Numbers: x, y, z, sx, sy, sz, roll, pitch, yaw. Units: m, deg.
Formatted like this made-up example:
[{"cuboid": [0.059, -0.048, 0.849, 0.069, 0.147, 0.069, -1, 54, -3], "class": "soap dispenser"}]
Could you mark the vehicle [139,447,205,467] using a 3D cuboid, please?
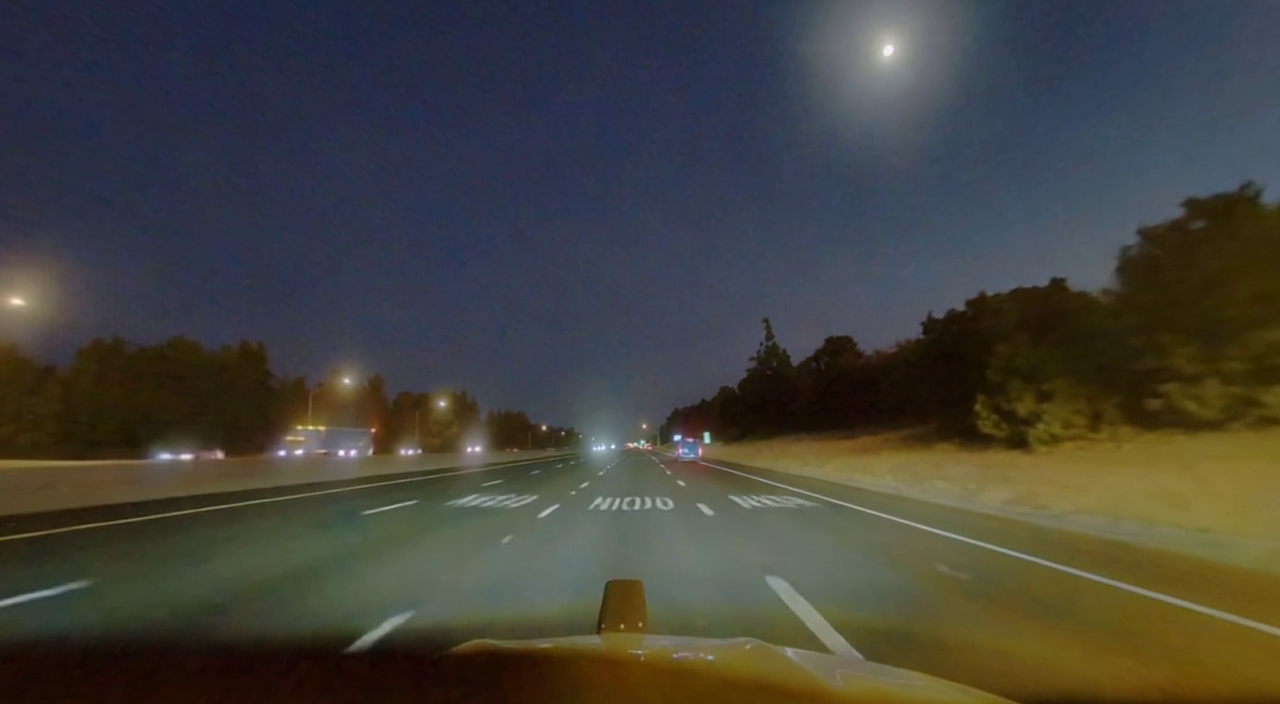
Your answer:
[{"cuboid": [-36.801, 8.245, 49.712, 1.826, 1.471, 4.419, 0, -9, 0], "class": "vehicle"}]
